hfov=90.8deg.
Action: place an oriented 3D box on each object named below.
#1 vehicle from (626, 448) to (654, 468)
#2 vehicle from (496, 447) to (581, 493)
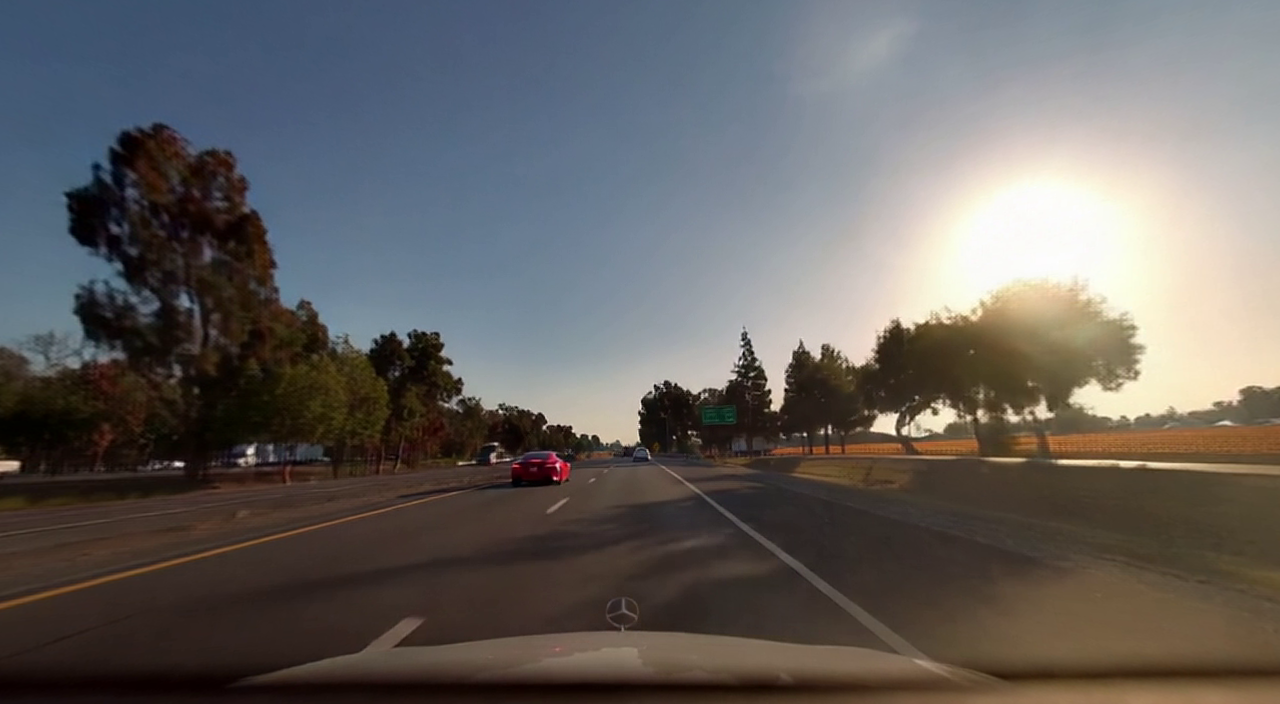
[{"bbox_3d":[-0.005,8.162,48.677,2.079,1.450,3.942,0,-9,0],"label":"vehicle"},{"bbox_3d":[-3.492,4.165,22.728,2.170,1.451,4.584,0,-9,2],"label":"vehicle"}]
